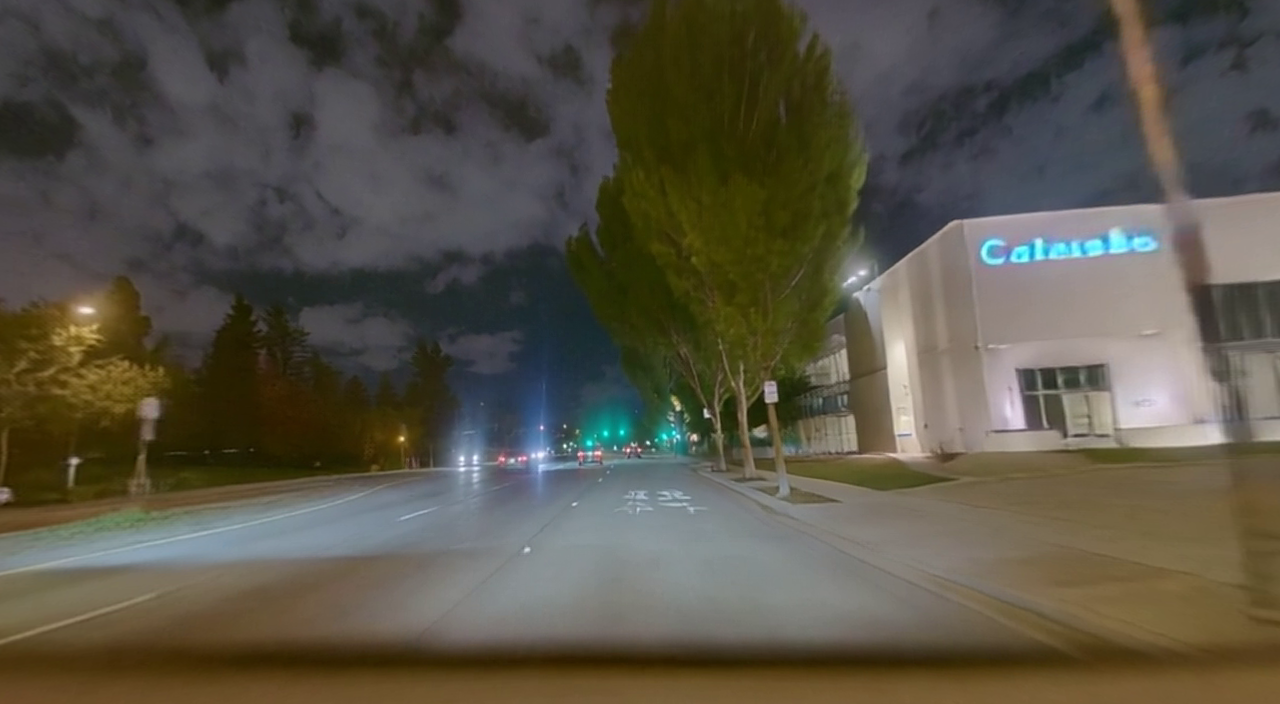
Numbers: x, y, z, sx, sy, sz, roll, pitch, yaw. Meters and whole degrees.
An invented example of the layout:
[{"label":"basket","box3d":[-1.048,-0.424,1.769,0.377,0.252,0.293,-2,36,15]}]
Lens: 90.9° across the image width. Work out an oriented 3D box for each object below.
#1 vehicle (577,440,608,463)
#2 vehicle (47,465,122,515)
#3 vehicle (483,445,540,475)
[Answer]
[{"label":"vehicle","box3d":[-3.587,7.612,48.196,2.100,1.661,3.837,-1,-9,0]},{"label":"vehicle","box3d":[-23.275,5.673,26.397,2.073,1.734,4.615,7,-11,-42]},{"label":"vehicle","box3d":[-6.565,5.546,32.615,2.072,1.427,4.328,-1,-9,0]}]
